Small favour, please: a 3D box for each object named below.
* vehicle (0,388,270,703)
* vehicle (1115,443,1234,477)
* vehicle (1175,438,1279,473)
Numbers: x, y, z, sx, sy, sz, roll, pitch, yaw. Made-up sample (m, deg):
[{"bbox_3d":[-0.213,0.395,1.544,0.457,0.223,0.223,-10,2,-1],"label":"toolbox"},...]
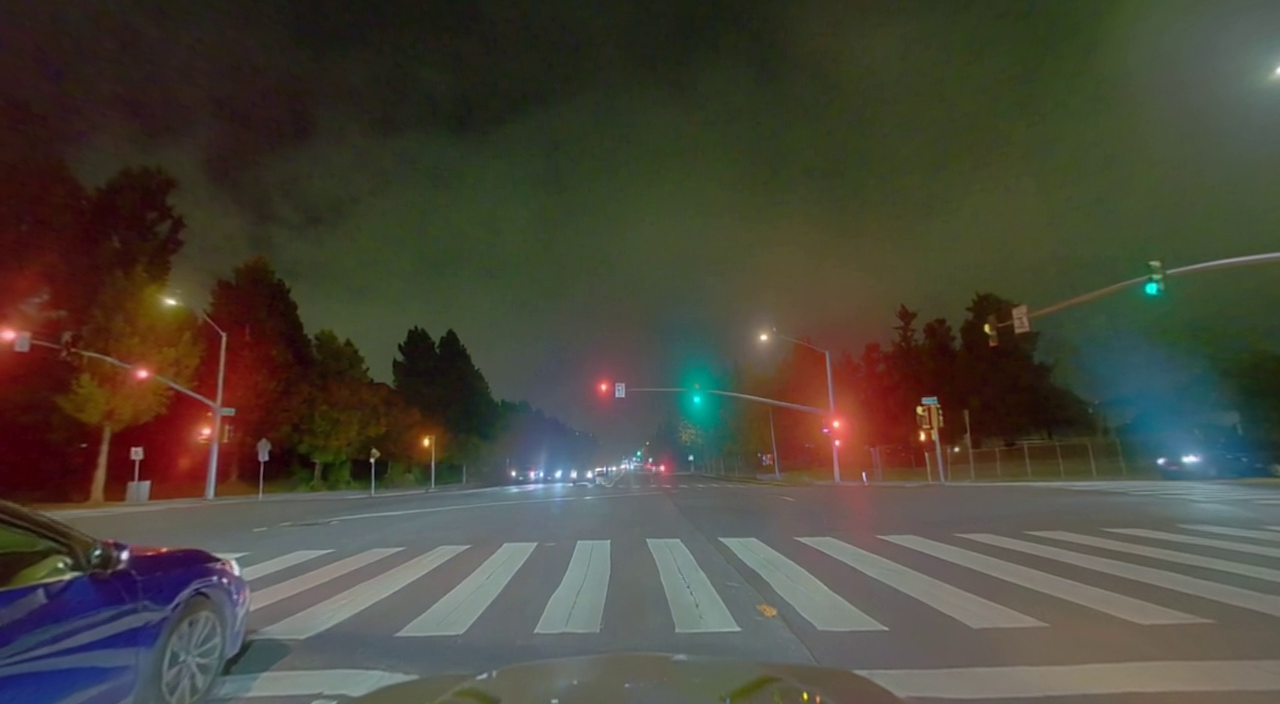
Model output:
[{"bbox_3d":[-2.991,0.801,1.451,1.969,1.513,3.773,0,-9,0],"label":"vehicle"},{"bbox_3d":[25.097,5.059,29.757,4.123,1.469,1.790,0,-8,-5],"label":"vehicle"},{"bbox_3d":[25.665,4.379,26.800,4.347,1.411,1.784,0,-9,-2],"label":"vehicle"}]
